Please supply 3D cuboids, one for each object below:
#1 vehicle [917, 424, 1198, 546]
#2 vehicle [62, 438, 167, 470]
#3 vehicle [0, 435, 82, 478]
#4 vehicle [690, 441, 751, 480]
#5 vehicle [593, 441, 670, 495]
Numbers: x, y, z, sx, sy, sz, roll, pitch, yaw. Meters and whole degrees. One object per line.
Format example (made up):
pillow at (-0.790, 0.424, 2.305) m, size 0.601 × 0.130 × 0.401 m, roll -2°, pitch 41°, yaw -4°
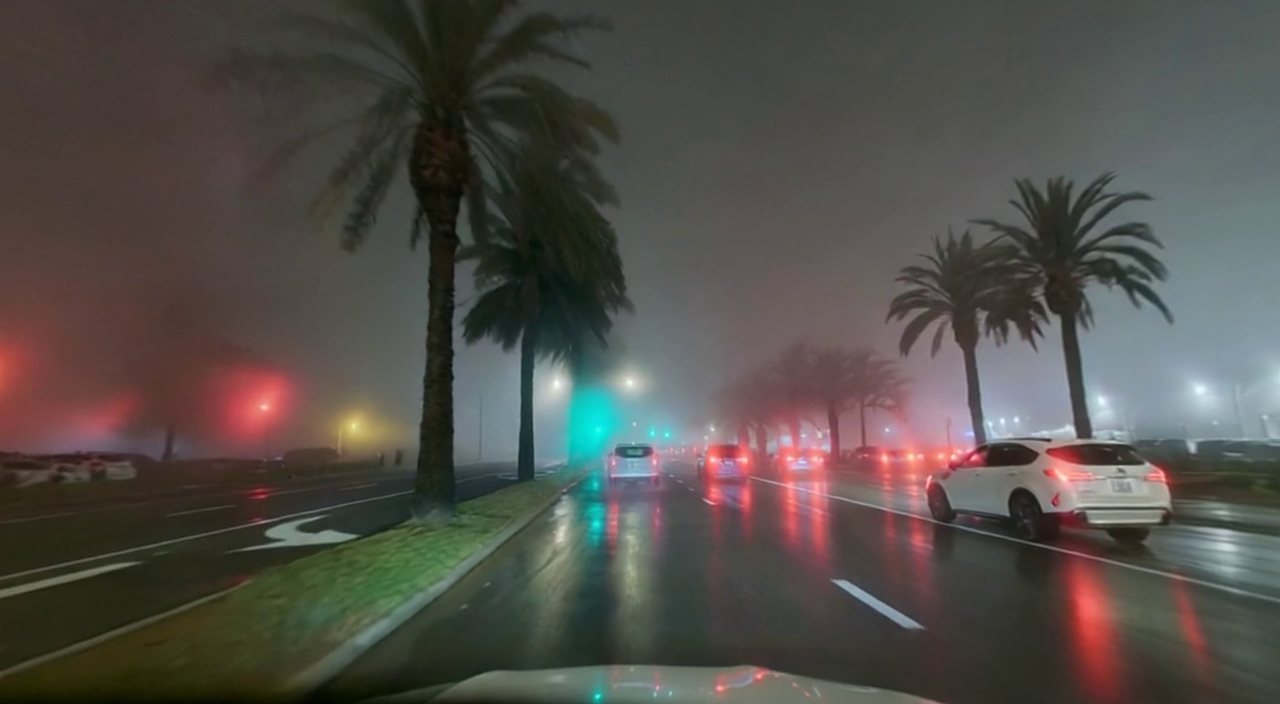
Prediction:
vehicle at (6.707, 2.138, 10.861) m, size 1.940 × 1.674 × 4.085 m, roll 0°, pitch -8°, yaw -1°
vehicle at (-32.029, 6.201, 38.582) m, size 4.660 × 1.876 × 2.016 m, roll -1°, pitch -8°, yaw 3°
vehicle at (-31.281, 5.172, 31.234) m, size 5.230 × 1.986 × 2.250 m, roll 0°, pitch -10°, yaw 3°
vehicle at (3.378, 4.648, 27.376) m, size 1.892 × 1.532 × 4.177 m, roll 0°, pitch -8°, yaw -3°
vehicle at (-0.266, 3.493, 19.469) m, size 2.110 × 1.487 × 3.873 m, roll 0°, pitch -8°, yaw -1°
